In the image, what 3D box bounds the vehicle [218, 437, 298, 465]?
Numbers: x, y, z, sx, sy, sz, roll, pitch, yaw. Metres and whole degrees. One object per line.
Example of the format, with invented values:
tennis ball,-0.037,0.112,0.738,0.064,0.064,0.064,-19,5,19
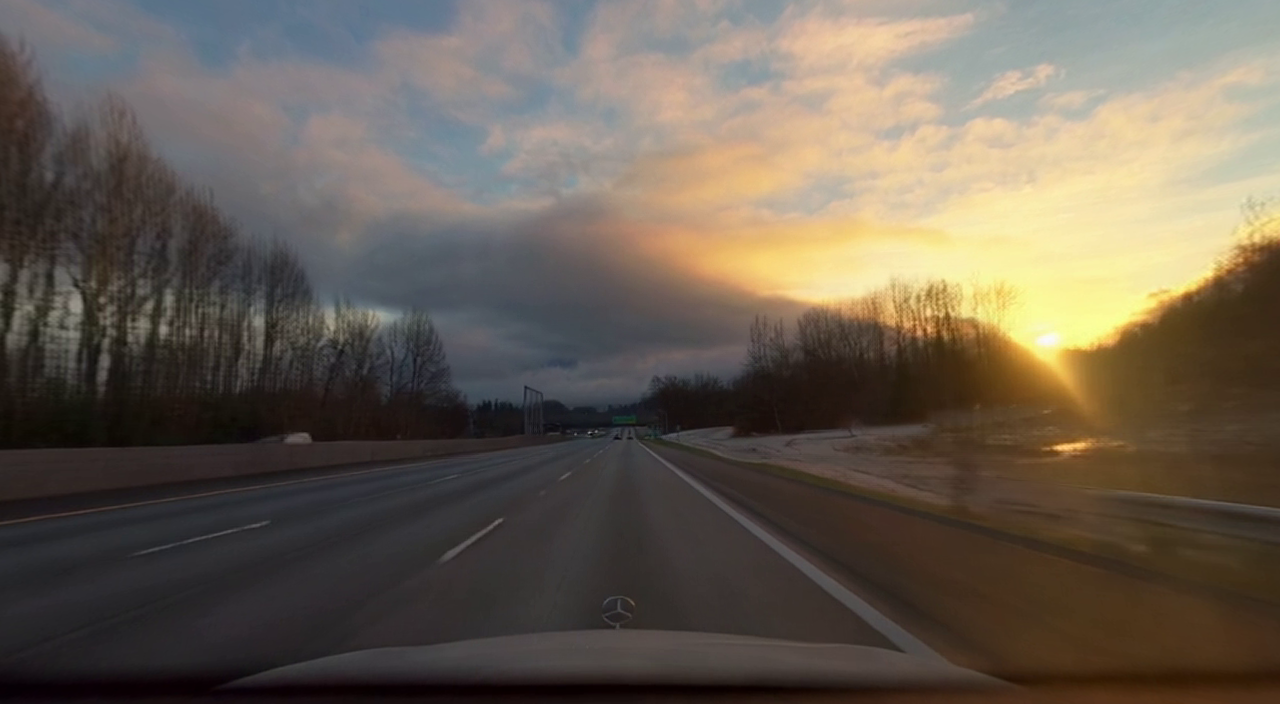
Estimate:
vehicle,-21.799,5.639,36.102,1.874,1.511,4.431,0,-8,-1
